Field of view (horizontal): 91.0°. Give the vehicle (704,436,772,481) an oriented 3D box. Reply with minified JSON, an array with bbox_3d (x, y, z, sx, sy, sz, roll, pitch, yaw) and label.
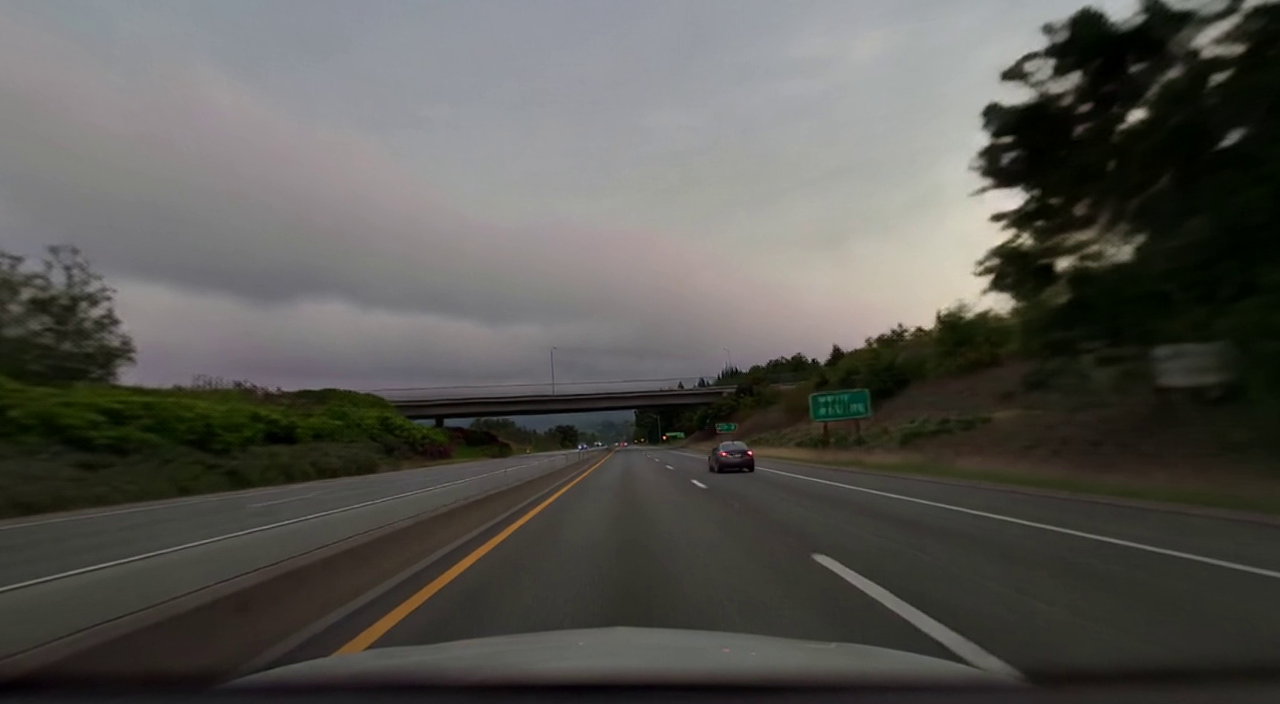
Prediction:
[{"bbox_3d":[3.463,3.815,22.895,1.781,1.470,3.540,0,-8,-2],"label":"vehicle"}]
